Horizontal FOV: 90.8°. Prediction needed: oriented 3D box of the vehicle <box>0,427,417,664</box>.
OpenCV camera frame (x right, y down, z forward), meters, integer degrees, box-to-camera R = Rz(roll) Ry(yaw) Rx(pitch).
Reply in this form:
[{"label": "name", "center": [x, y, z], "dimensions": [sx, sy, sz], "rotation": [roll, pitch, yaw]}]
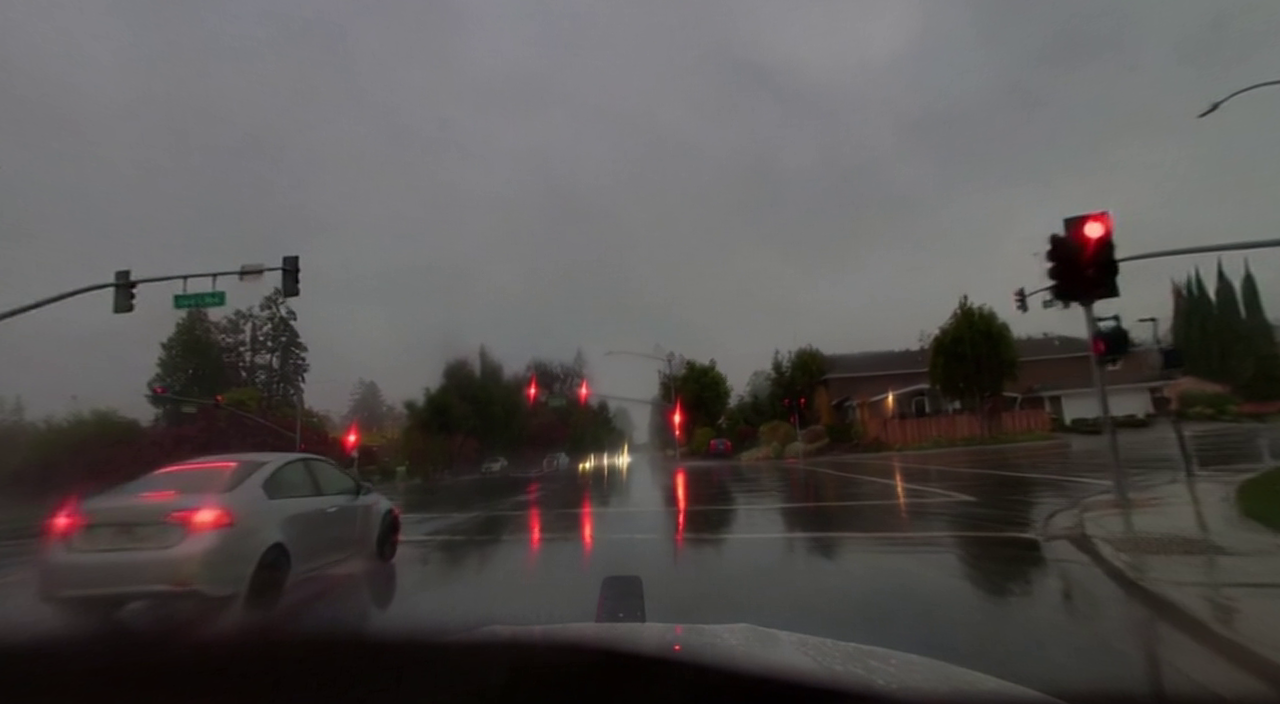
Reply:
[{"label": "vehicle", "center": [-3.776, 1.574, 6.153], "dimensions": [1.777, 1.537, 3.831], "rotation": [0, -9, 0]}]
